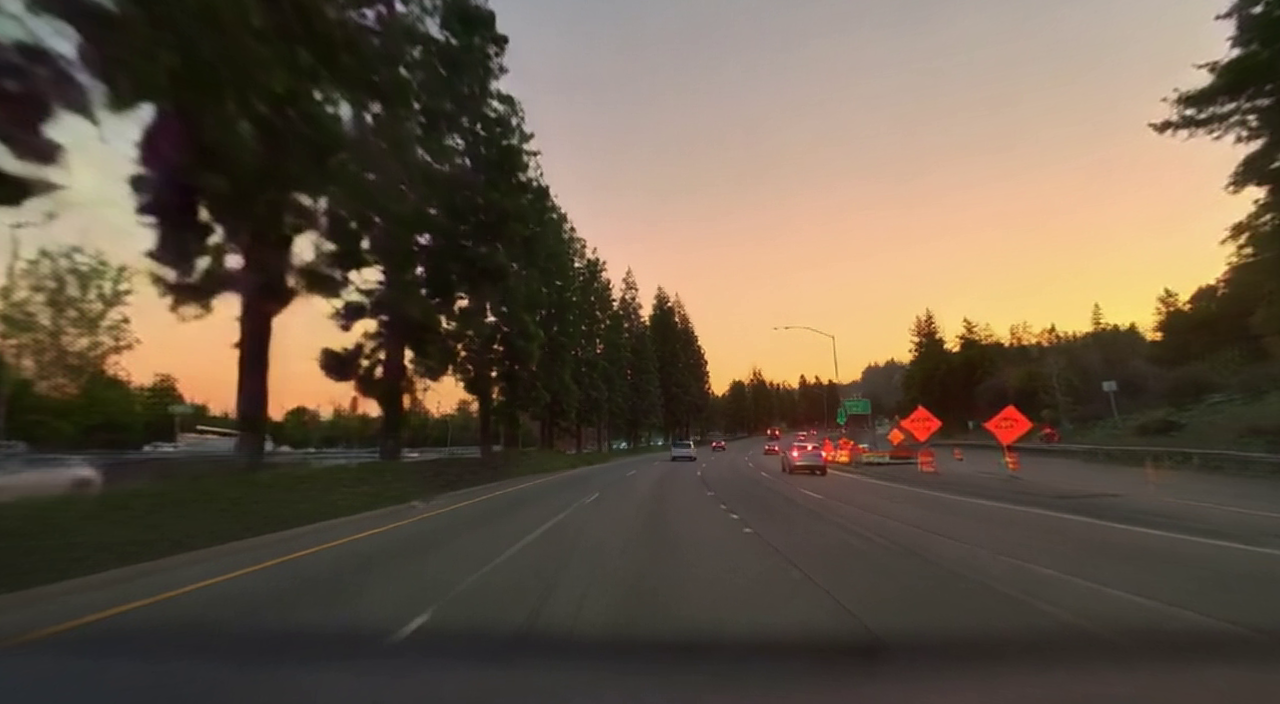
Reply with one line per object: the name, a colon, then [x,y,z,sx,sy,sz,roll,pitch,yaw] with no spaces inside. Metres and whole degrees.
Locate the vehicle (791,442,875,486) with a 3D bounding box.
vehicle: [7.041,4.099,23.529,2.044,1.474,4.083,-1,-8,3]

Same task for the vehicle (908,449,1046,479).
vehicle: [12.937,4.323,24.722,3.503,1.020,4.269,-2,-8,9]

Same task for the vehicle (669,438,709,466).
vehicle: [3.166,6.316,40.122,2.201,1.676,4.541,-1,-8,8]
